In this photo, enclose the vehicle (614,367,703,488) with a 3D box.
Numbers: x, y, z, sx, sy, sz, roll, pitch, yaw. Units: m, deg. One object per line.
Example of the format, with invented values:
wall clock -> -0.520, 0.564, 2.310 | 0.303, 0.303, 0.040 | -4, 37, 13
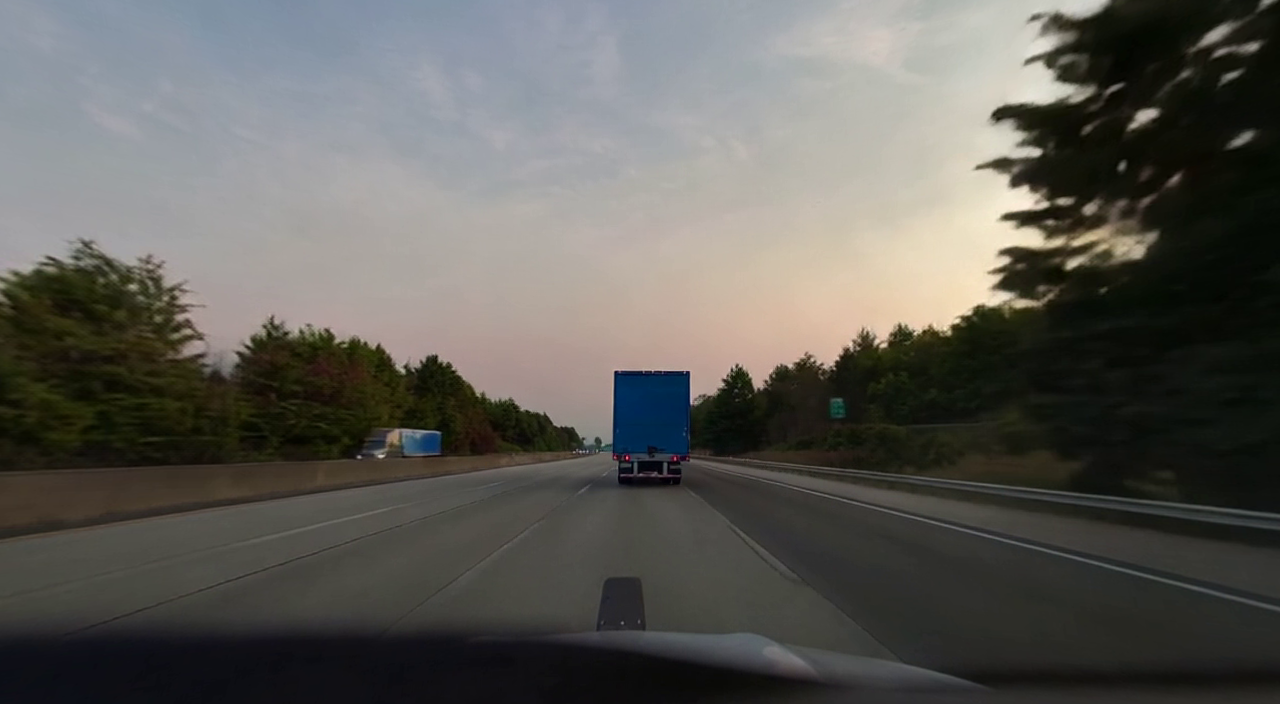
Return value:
vehicle -> 0.554, 3.247, 25.908 | 2.898, 3.973, 10.063 | 0, -9, -1
